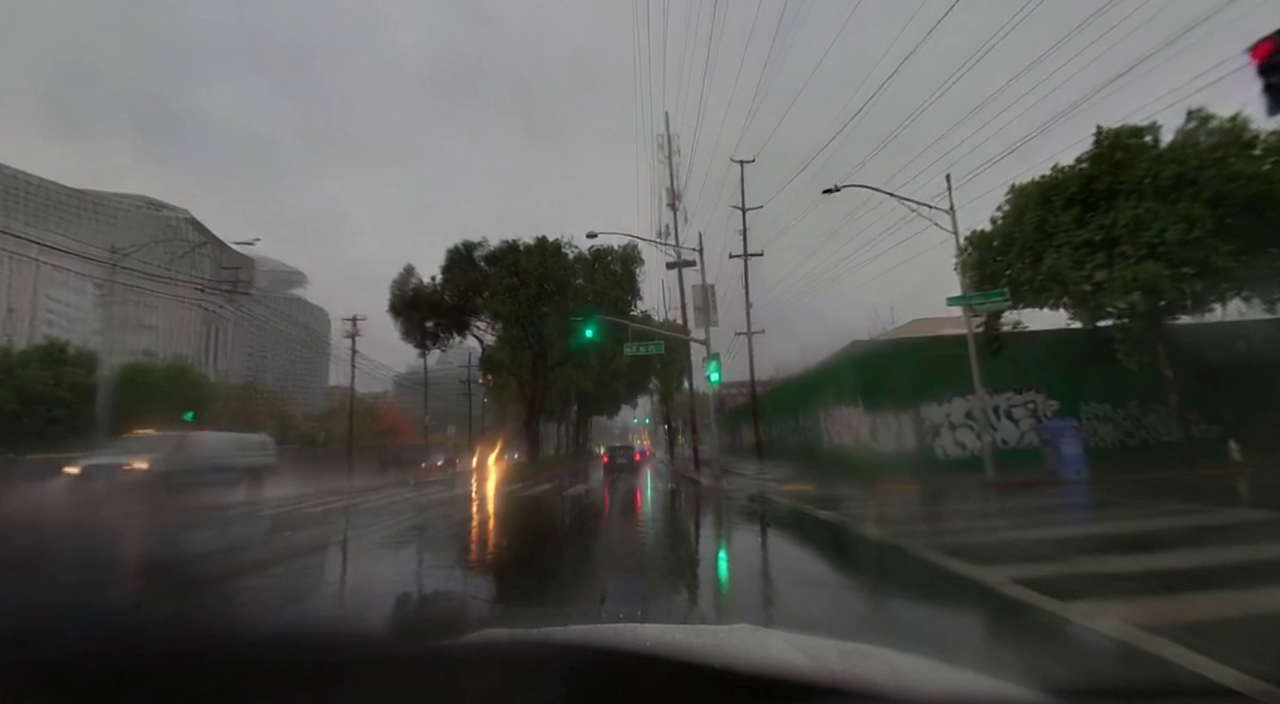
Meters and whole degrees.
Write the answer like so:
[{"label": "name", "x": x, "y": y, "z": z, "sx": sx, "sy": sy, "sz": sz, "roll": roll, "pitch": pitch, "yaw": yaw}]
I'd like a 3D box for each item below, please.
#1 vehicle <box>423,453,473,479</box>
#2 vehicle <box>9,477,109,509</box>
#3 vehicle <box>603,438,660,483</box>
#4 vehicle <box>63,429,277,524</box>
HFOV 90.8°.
[{"label": "vehicle", "x": -13.084, "y": 7.764, "z": 43.336, "sx": 1.992, "sy": 1.585, "sz": 4.375, "roll": -1, "pitch": -8, "yaw": 0}, {"label": "vehicle", "x": -32.622, "y": 7.901, "z": 35.613, "sx": 1.821, "sy": 1.468, "sz": 3.884, "roll": -1, "pitch": -8, "yaw": 3}, {"label": "vehicle", "x": -0.333, "y": 4.316, "z": 25.447, "sx": 2.105, "sy": 1.611, "sz": 3.750, "roll": -1, "pitch": -8, "yaw": -1}, {"label": "vehicle", "x": -15.757, "y": 4.110, "z": 21.956, "sx": 2.356, "sy": 2.730, "sz": 6.606, "roll": -1, "pitch": -8, "yaw": 0}]
